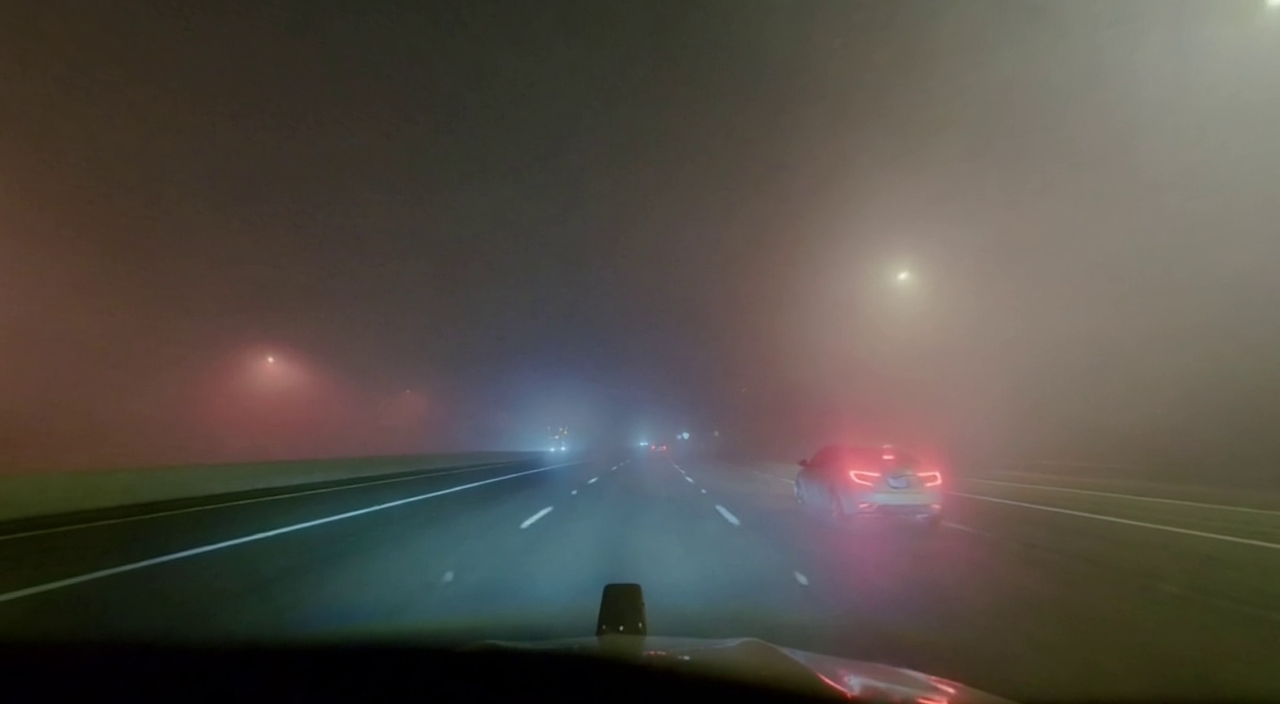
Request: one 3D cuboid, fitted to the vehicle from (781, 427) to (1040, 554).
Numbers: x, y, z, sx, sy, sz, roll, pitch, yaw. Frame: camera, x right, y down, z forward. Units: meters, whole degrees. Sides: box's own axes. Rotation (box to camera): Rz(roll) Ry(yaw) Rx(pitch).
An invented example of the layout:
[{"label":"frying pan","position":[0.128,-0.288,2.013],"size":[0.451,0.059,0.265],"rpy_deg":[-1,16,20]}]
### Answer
[{"label":"vehicle","position":[3.766,2.005,9.929],"size":[1.999,1.492,4.673],"rpy_deg":[0,-8,0]}]
